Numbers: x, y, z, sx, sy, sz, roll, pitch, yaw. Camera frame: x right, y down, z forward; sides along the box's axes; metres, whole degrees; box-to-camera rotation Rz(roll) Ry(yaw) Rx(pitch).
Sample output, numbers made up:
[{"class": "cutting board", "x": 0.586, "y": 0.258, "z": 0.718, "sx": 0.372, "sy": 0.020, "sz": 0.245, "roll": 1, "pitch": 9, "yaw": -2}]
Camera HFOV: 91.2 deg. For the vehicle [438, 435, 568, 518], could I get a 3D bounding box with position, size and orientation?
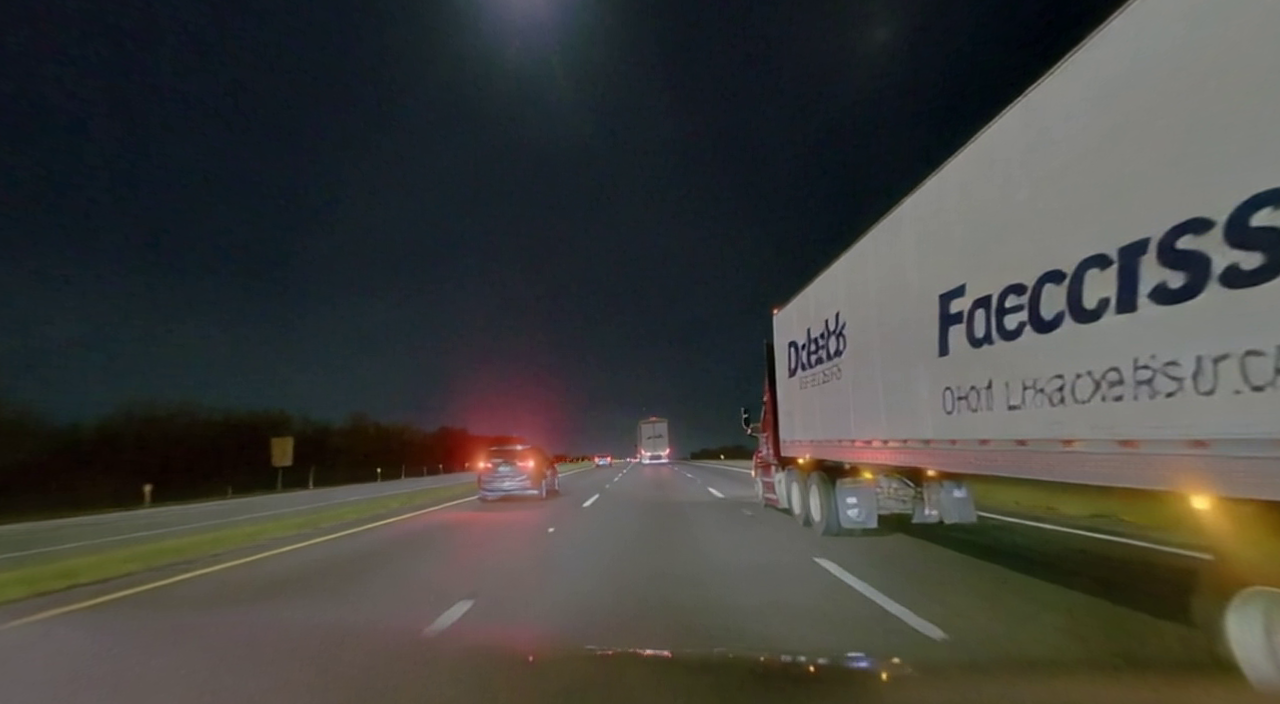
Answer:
[{"class": "vehicle", "x": -3.099, "y": 2.939, "z": 15.237, "sx": 2.160, "sy": 1.691, "sz": 4.243, "roll": -1, "pitch": -9, "yaw": 1}]
